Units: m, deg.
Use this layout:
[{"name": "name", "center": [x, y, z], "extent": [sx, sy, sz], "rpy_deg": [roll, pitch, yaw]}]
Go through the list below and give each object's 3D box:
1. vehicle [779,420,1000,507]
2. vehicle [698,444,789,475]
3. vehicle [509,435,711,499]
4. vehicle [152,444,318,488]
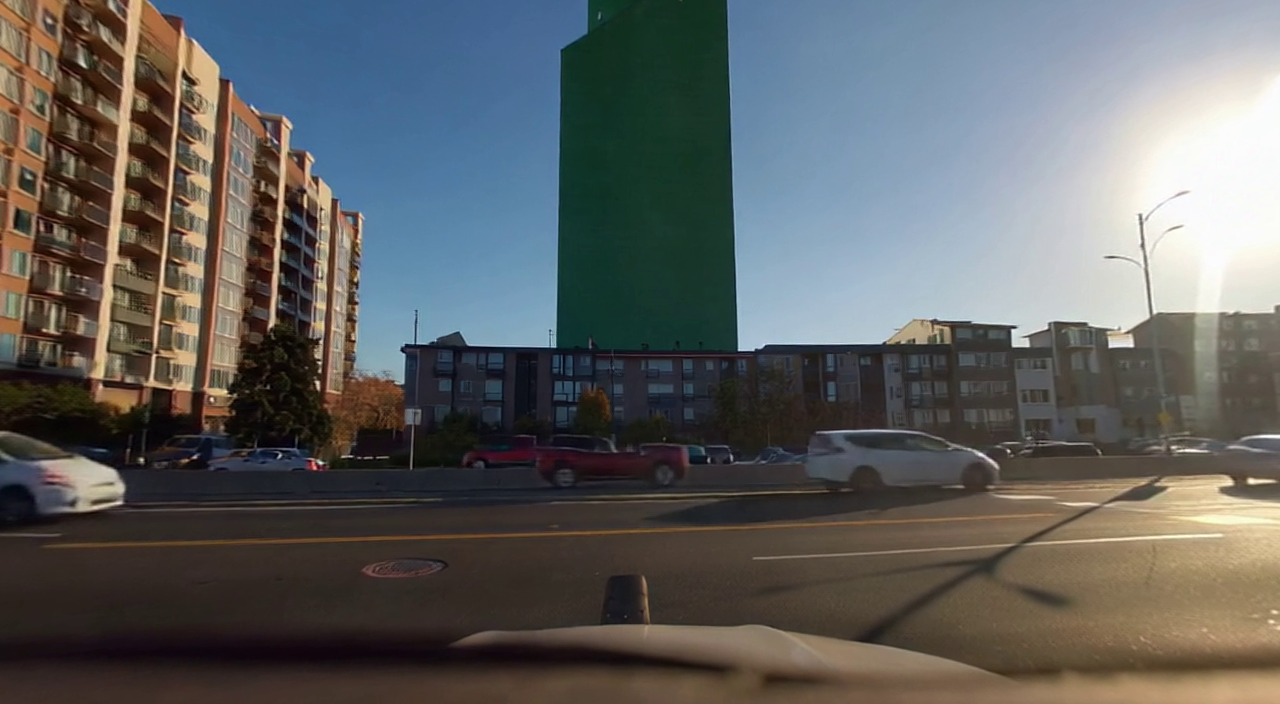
[{"name": "vehicle", "center": [5.317, 2.384, 13.716], "extent": [4.011, 1.697, 1.857], "rpy_deg": [1, -9, -10]}, {"name": "vehicle", "center": [6.294, 6.548, 38.622], "extent": [5.127, 1.803, 2.011], "rpy_deg": [1, -9, -10]}, {"name": "vehicle", "center": [-0.788, 2.854, 15.898], "extent": [4.795, 1.465, 1.882], "rpy_deg": [1, -8, -9]}, {"name": "vehicle", "center": [-14.307, 4.047, 22.517], "extent": [4.513, 1.451, 1.853], "rpy_deg": [1, -9, -8]}]
